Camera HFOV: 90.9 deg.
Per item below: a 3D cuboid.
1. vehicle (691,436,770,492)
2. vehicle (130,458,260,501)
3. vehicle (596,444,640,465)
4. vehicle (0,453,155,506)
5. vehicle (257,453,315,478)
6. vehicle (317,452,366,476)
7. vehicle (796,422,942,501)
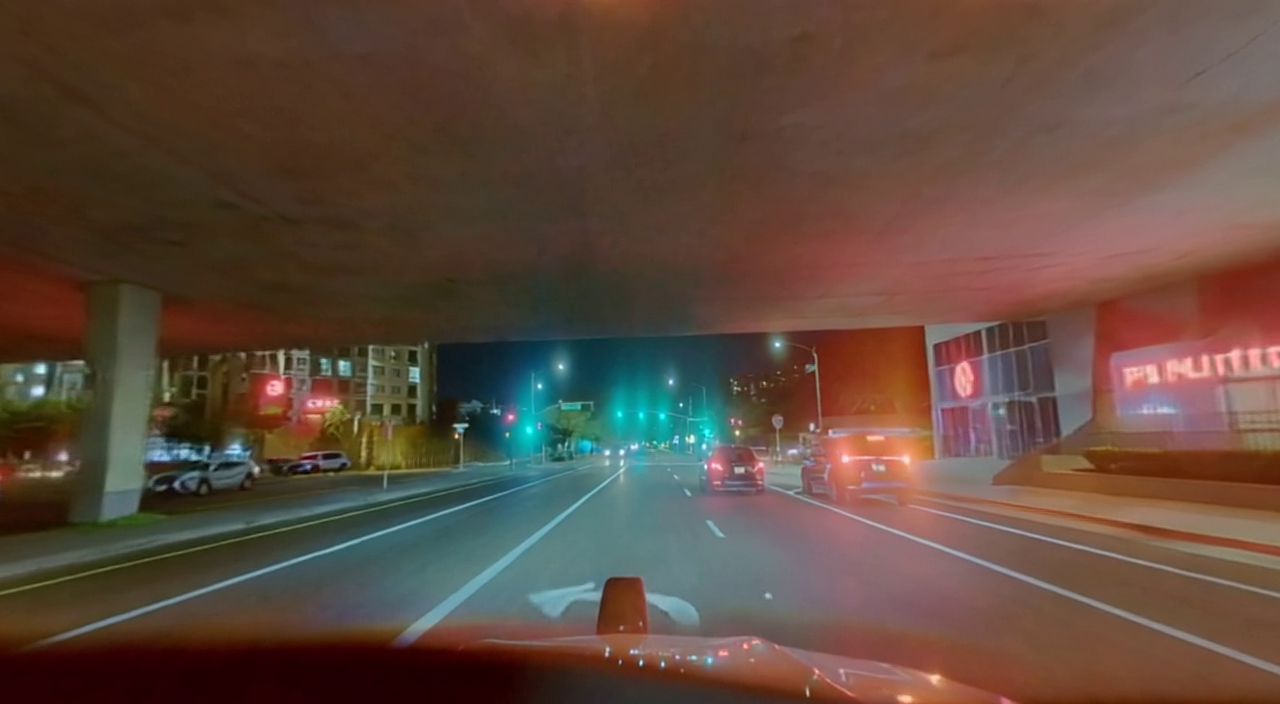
[{"bbox_3d":[2.776,3.527,20.173,1.947,1.576,3.825,0,-9,0],"label":"vehicle"},{"bbox_3d":[-17.749,5.085,25.464,1.985,1.505,4.275,-1,-9,2],"label":"vehicle"},{"bbox_3d":[-1.794,8.025,49.366,2.099,1.562,4.037,3,-9,-23],"label":"vehicle"},{"bbox_3d":[-24.491,5.366,27.141,2.299,1.953,5.864,-1,-9,3],"label":"vehicle"},{"bbox_3d":[-27.157,8.670,48.527,1.807,1.795,4.566,0,-9,0],"label":"vehicle"},{"bbox_3d":[-22.844,8.576,48.406,1.757,1.699,3.854,0,-9,2],"label":"vehicle"},{"bbox_3d":[6.906,3.398,19.987,2.433,2.116,5.789,0,-9,0],"label":"vehicle"}]
